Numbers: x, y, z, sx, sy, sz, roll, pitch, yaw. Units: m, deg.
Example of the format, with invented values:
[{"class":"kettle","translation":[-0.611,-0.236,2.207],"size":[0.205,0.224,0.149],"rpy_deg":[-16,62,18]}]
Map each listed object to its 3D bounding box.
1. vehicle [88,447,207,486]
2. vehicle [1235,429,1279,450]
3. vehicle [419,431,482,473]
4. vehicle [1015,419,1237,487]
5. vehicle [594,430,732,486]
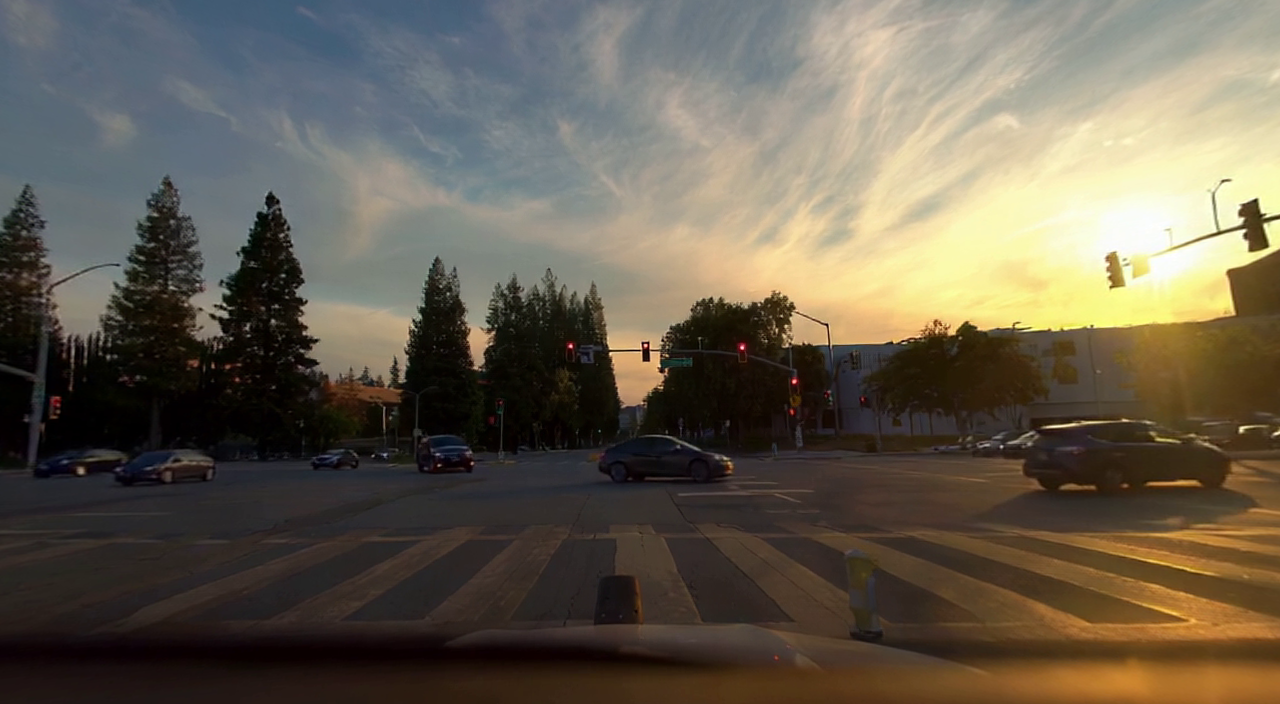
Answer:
[{"class":"vehicle","translation":[-22.957,5.302,29.723],"size":[1.938,1.676,4.483],"rpy_deg":[0,-9,0]},{"class":"vehicle","translation":[45.673,6.282,45.248],"size":[1.786,1.412,4.330],"rpy_deg":[0,-9,0]},{"class":"vehicle","translation":[-9.898,5.133,32.659],"size":[2.223,1.972,5.310],"rpy_deg":[4,-9,-25]},{"class":"vehicle","translation":[14.302,3.001,18.888],"size":[4.767,1.877,2.017],"rpy_deg":[-1,-9,5]},{"class":"vehicle","translation":[0.746,3.515,21.152],"size":[4.180,1.678,1.982],"rpy_deg":[-5,-10,29]}]
